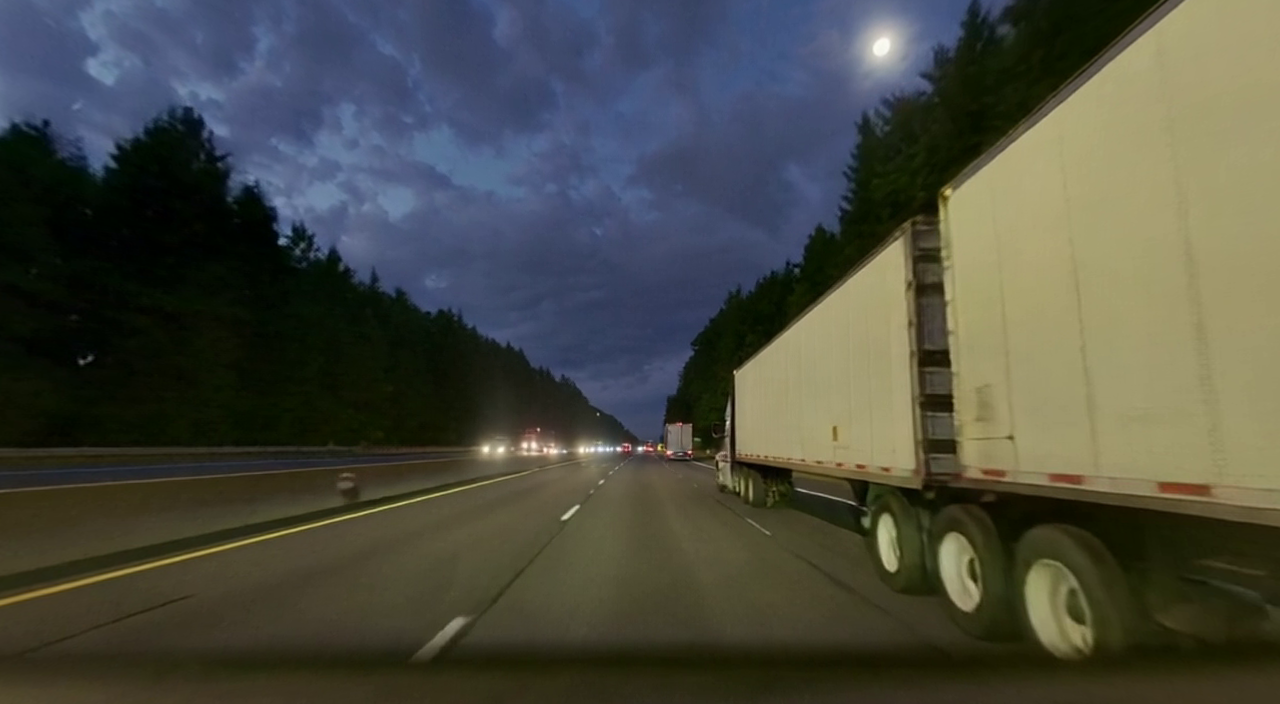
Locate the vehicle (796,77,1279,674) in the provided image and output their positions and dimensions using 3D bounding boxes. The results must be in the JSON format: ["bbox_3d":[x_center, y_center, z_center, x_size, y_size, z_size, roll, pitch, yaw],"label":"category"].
[{"bbox_3d":[4.066,0.468,7.020,3.034,3.898,5.902,0,-9,0],"label":"vehicle"}]
